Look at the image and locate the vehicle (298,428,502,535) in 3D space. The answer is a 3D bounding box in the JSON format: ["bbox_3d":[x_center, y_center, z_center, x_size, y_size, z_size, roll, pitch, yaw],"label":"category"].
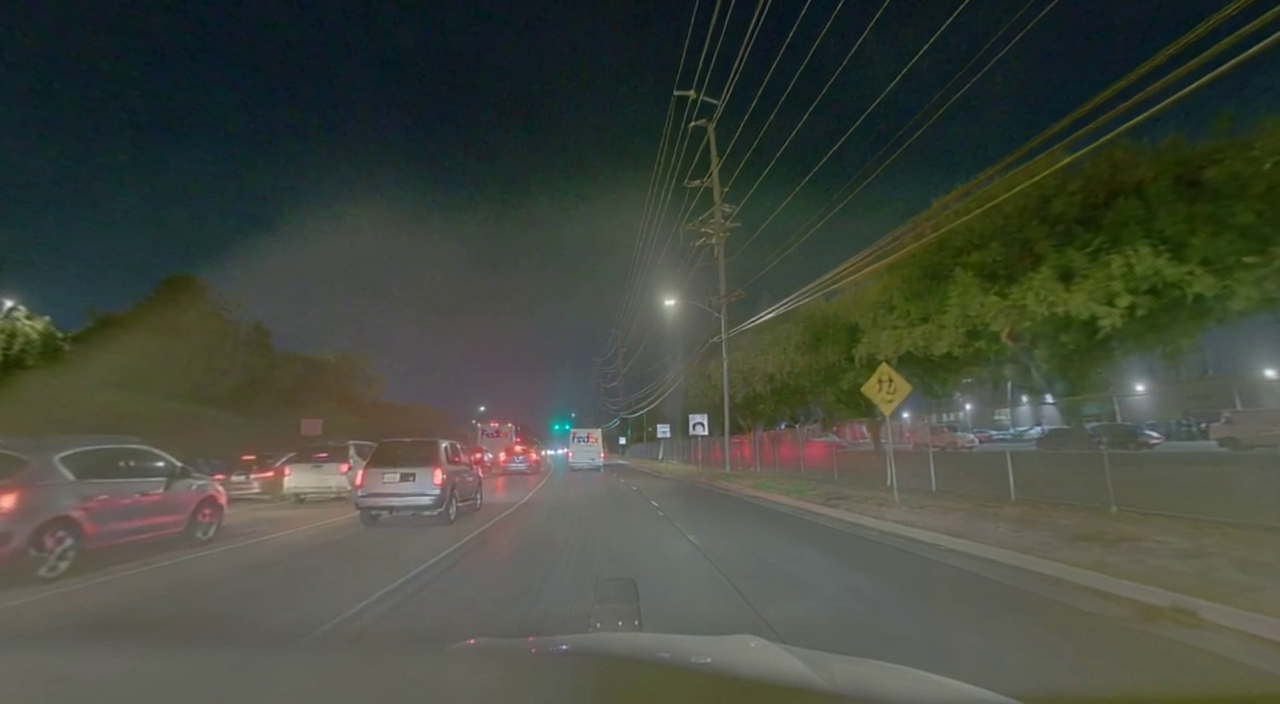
[{"bbox_3d":[-4.359,2.423,12.500,2.388,1.692,4.684,0,-8,-3],"label":"vehicle"}]

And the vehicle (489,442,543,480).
[{"bbox_3d":[-5.952,5.271,30.724,2.057,1.673,4.934,1,-8,-5],"label":"vehicle"}]

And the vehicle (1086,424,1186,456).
[{"bbox_3d":[36.779,6.551,46.761,5.472,2.276,2.302,1,-8,-2],"label":"vehicle"}]

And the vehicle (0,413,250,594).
[{"bbox_3d":[-7.324,1.750,7.974,2.065,1.739,4.367,0,-8,-2],"label":"vehicle"}]

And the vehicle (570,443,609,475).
[{"bbox_3d":[-2.876,5.993,35.581,2.055,1.671,4.147,1,-8,-6],"label":"vehicle"}]

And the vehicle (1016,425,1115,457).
[{"bbox_3d":[29.636,6.226,43.891,5.535,2.130,2.145,1,-9,-7],"label":"vehicle"}]
